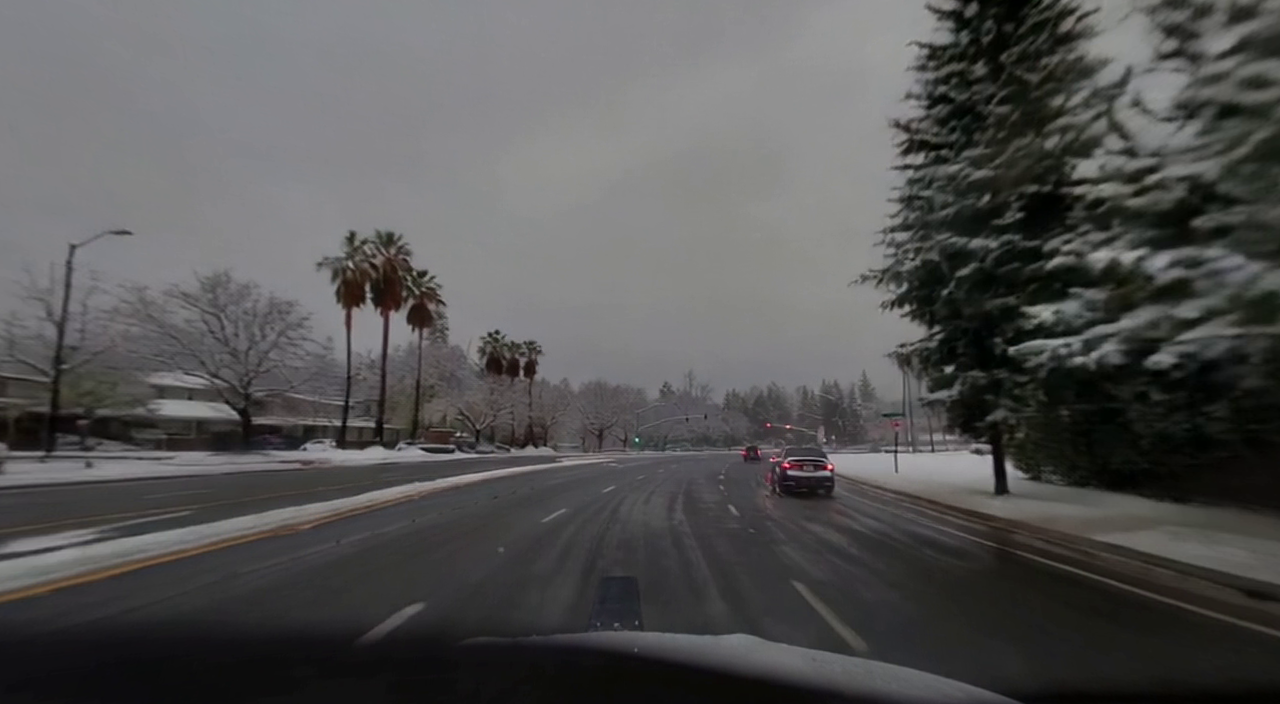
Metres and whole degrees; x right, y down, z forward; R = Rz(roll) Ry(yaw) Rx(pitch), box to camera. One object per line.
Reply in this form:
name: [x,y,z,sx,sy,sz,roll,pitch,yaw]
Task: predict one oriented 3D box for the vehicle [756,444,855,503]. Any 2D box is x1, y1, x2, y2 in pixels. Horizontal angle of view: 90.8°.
vehicle: [4.563,3.376,18.016,1.993,1.483,3.821,-1,-9,4]
